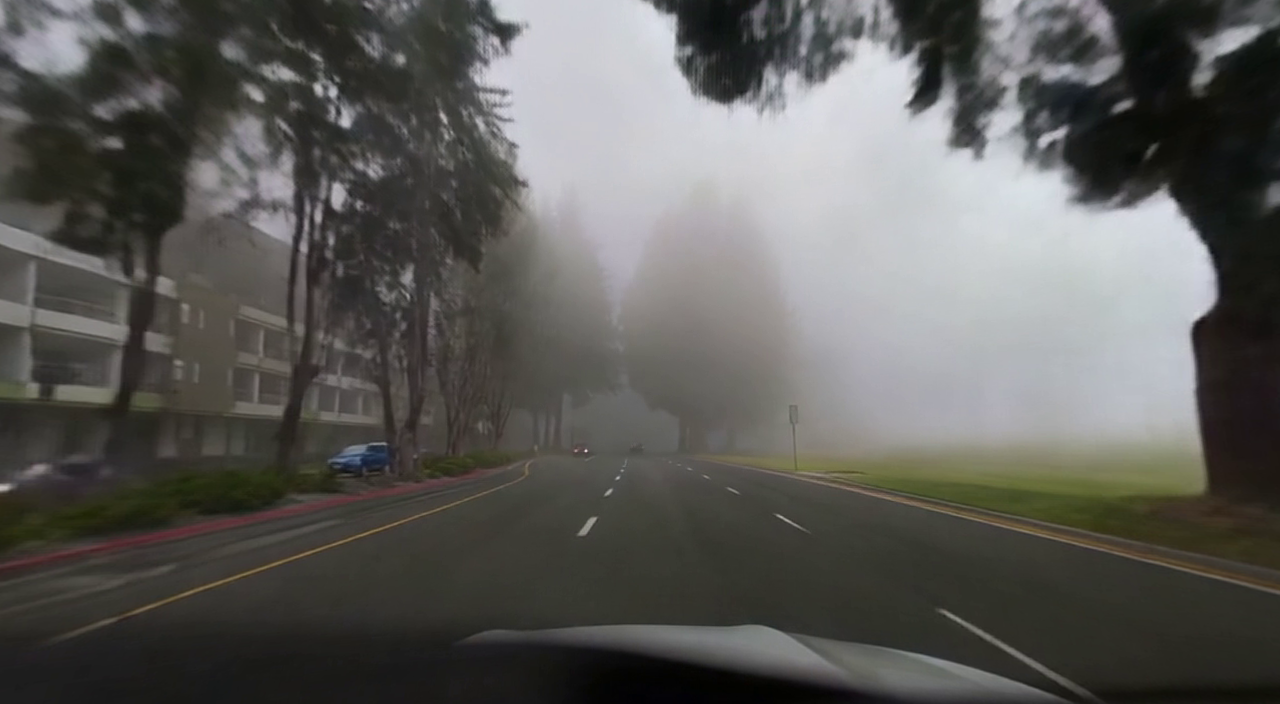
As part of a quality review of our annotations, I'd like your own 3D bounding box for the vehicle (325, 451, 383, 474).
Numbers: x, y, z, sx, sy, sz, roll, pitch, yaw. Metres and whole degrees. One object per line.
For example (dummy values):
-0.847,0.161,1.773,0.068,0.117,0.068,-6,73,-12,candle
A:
-19.705,7.600,43.628,1.863,1.486,4.500,0,-8,0,vehicle
